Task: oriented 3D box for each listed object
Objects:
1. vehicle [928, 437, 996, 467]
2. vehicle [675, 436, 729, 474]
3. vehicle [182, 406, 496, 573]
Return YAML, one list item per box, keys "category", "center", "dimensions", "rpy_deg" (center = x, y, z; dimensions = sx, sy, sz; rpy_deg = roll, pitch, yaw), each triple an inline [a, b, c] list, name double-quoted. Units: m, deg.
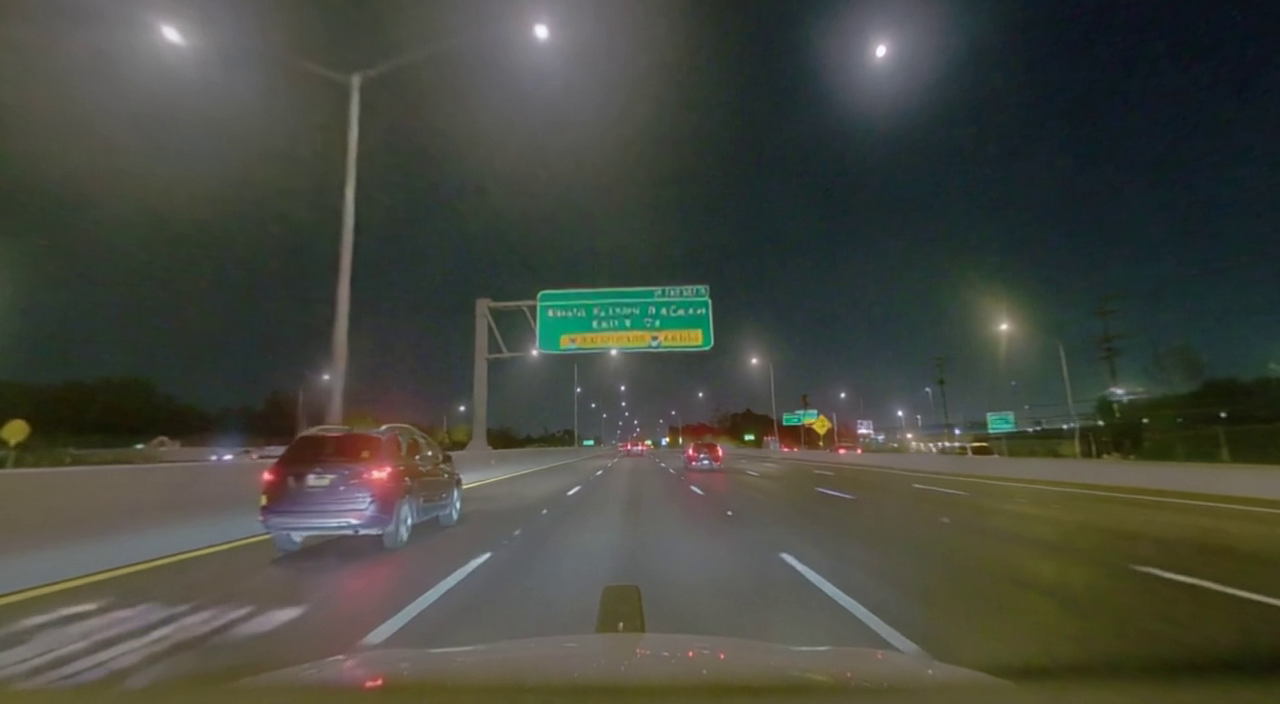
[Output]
- category: "vehicle"
  center: [20.857, 6.470, 41.135]
  dimensions: [2.070, 1.782, 5.006]
  rpy_deg: [-1, -8, 4]
- category: "vehicle"
  center: [2.813, 4.775, 29.544]
  dimensions: [1.997, 1.638, 4.281]
  rpy_deg: [0, -8, -1]
- category: "vehicle"
  center: [-3.600, 1.736, 8.795]
  dimensions: [2.099, 1.682, 4.590]
  rpy_deg: [0, -8, 0]
